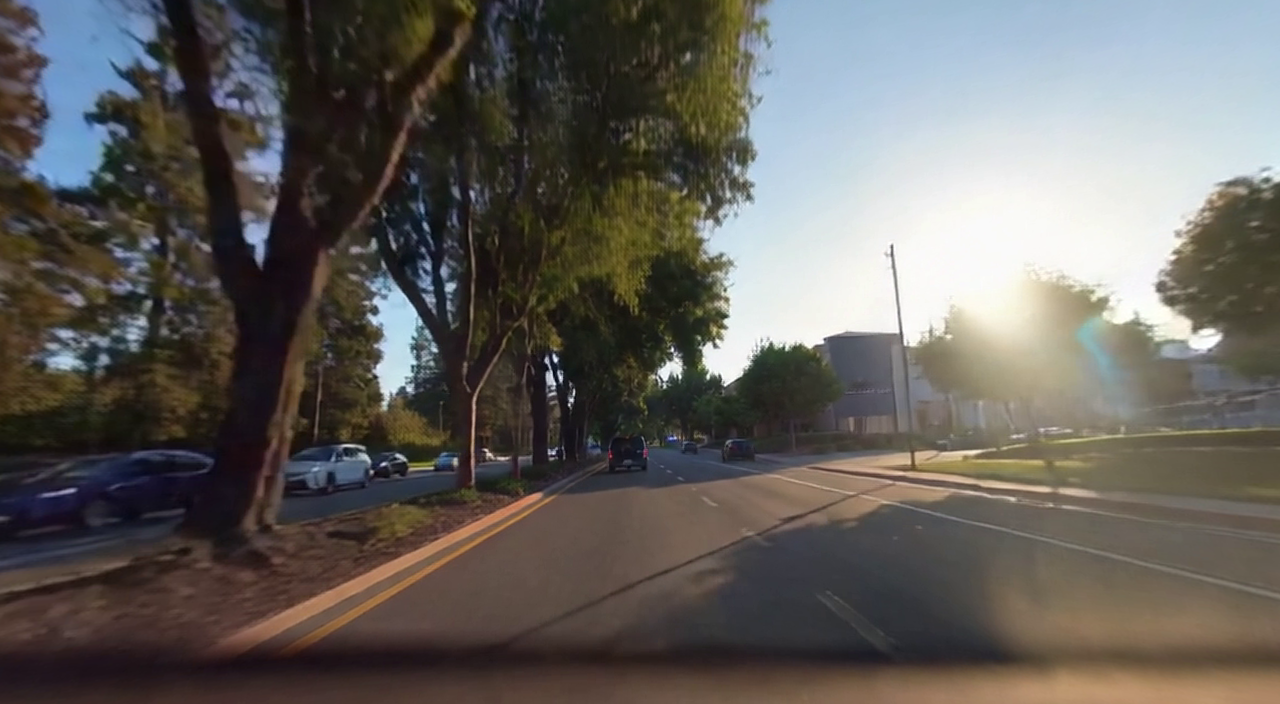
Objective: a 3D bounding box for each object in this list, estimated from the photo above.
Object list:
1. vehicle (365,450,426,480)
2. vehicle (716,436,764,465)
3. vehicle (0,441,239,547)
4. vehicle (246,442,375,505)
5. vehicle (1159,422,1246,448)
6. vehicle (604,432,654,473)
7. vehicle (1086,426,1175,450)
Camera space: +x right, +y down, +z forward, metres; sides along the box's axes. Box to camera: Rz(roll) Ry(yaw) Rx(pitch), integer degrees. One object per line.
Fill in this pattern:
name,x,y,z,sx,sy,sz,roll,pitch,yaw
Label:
vehicle,-14.757,6.805,38.415,1.950,1.655,4.395,-1,-8,0
vehicle,6.745,6.705,43.141,2.364,1.781,4.854,0,-8,-2
vehicle,-11.290,2.877,13.645,2.042,1.822,4.913,-1,-8,-1
vehicle,-11.529,4.216,22.574,2.082,1.824,4.840,-3,-7,-1
vehicle,36.517,5.418,41.137,1.807,1.582,3.811,1,-9,-8
vehicle,-0.540,5.196,32.877,2.411,1.937,5.186,-1,-8,0
vehicle,31.583,5.579,40.867,1.743,1.445,4.495,1,-8,-9
